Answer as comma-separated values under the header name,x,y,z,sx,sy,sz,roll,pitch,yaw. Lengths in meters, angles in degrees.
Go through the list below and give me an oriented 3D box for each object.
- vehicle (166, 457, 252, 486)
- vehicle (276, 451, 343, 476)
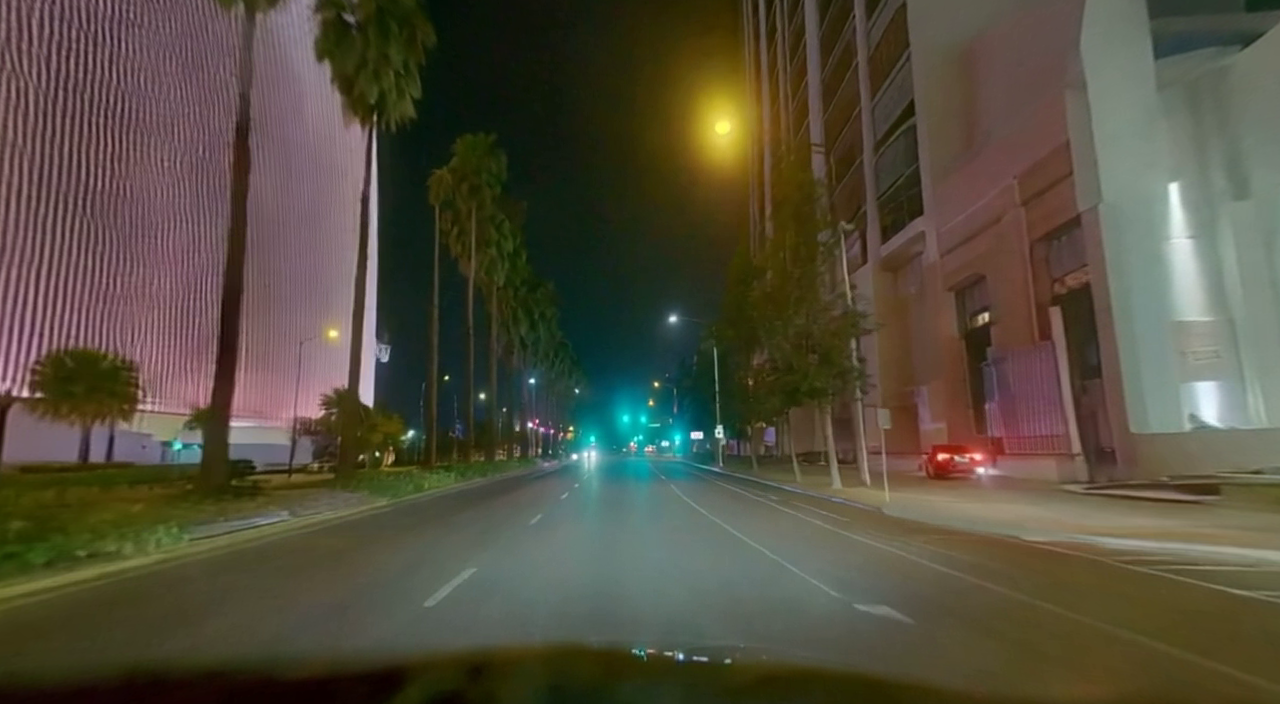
name,x,y,z,sx,sy,sz,roll,pitch,yaw
vehicle,-25.011,6.924,36.879,2.080,1.457,4.424,0,-9,-3
vehicle,-25.135,8.487,48.349,2.062,1.765,5.897,0,-9,-2
